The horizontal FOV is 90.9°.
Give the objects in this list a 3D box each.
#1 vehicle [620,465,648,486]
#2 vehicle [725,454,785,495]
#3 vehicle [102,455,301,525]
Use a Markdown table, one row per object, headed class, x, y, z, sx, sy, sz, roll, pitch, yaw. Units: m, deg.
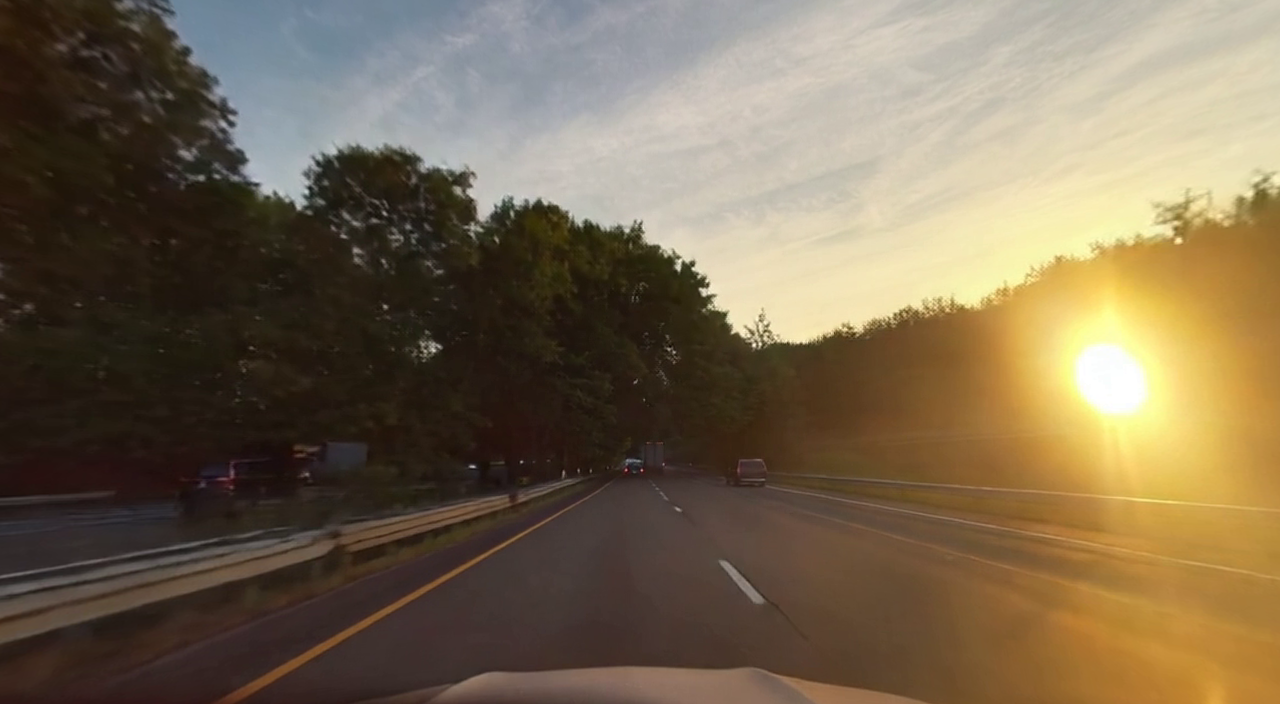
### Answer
| class | x | y | z | sx | sy | sz | roll | pitch | yaw |
| --- | --- | --- | --- | --- | --- | --- | --- | --- | --- |
| vehicle | -0.438 | 9.244 | 47.245 | 1.987 | 1.467 | 3.903 | 1 | -10 | -1 |
| vehicle | 5.538 | 5.965 | 30.870 | 1.998 | 1.776 | 4.663 | 1 | -10 | -1 |
| vehicle | -11.805 | 3.751 | 17.516 | 1.952 | 1.618 | 4.859 | 1 | -10 | 1 |
